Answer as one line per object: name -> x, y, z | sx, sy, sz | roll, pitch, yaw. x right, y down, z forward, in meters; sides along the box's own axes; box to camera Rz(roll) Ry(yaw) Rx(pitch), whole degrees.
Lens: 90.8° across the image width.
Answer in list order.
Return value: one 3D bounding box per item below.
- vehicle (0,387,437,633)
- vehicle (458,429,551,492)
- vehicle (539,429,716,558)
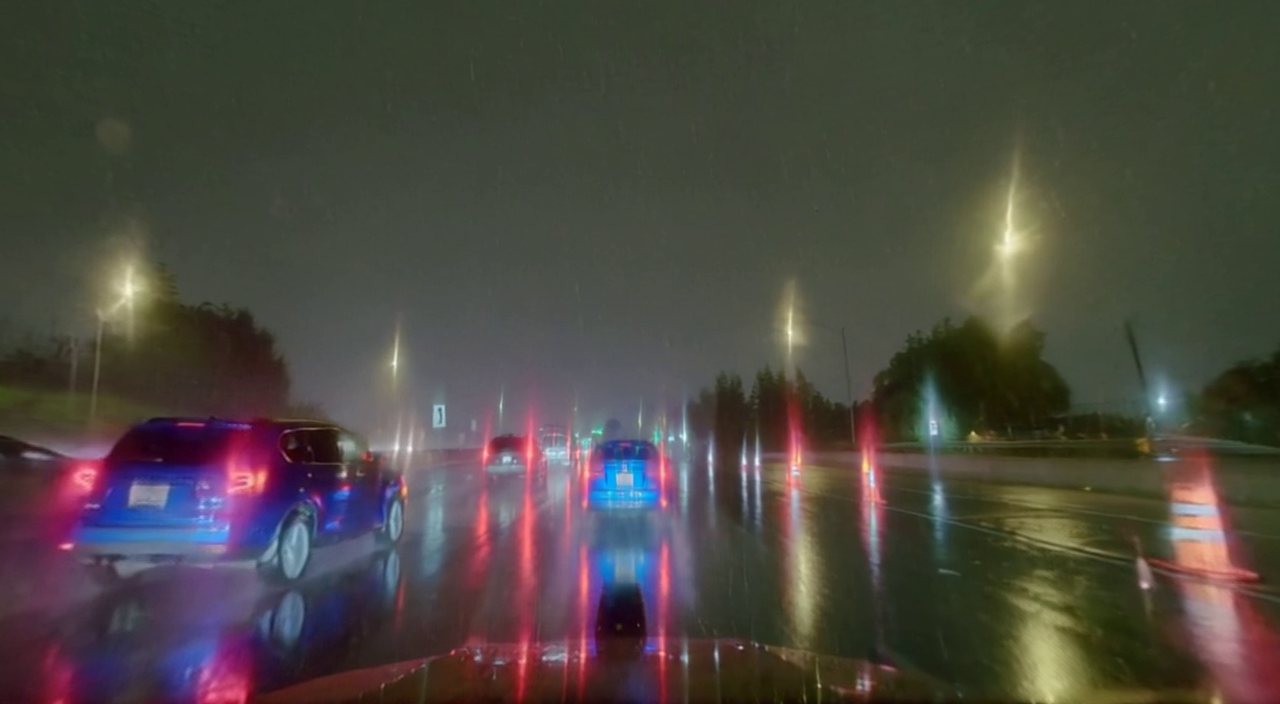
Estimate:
vehicle -> -3.757, 1.406, 6.528 | 2.025, 1.708, 4.089 | 0, -9, -1
vehicle -> -4.035, 3.298, 19.473 | 1.982, 1.727, 4.057 | 0, -9, 0
vehicle -> -0.208, 1.949, 9.420 | 2.069, 1.484, 3.982 | 0, -9, -2
